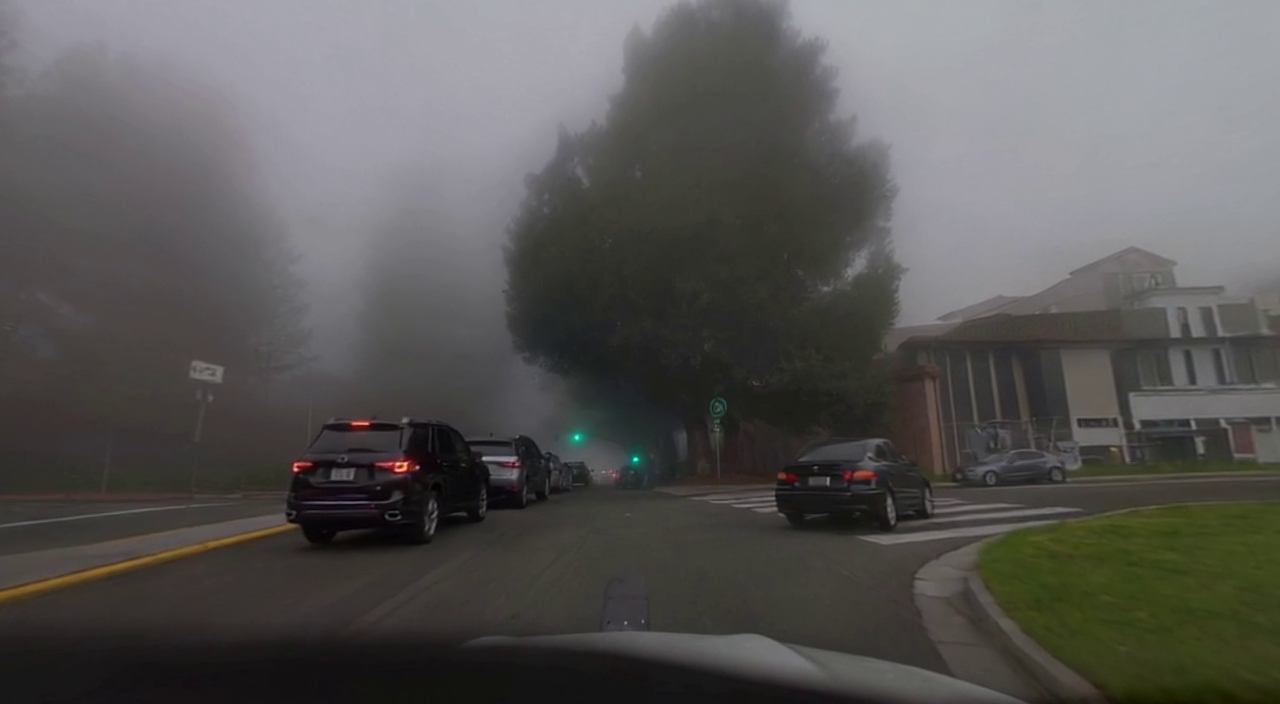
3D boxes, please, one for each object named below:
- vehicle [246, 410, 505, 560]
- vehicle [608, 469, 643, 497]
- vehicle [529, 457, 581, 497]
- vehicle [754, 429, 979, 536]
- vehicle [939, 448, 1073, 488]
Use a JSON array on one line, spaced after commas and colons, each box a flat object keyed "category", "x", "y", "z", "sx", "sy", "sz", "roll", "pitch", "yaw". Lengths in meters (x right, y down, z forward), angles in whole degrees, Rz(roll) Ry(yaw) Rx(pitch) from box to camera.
[{"category": "vehicle", "x": -3.629, "y": 1.909, "z": 9.808, "sx": 2.017, "sy": 1.761, "sz": 4.572, "roll": 0, "pitch": -8, "yaw": 0}, {"category": "vehicle", "x": -0.966, "y": 8.238, "z": 39.899, "sx": 2.119, "sy": 1.475, "sz": 3.997, "roll": 0, "pitch": -8, "yaw": -3}, {"category": "vehicle", "x": -3.622, "y": 5.392, "z": 27.537, "sx": 1.806, "sy": 1.532, "sz": 3.680, "roll": 0, "pitch": -8, "yaw": -1}, {"category": "vehicle", "x": 4.025, "y": 2.135, "z": 10.957, "sx": 3.922, "sy": 1.478, "sz": 2.020, "roll": 7, "pitch": -11, "yaw": -42}, {"category": "vehicle", "x": 14.654, "y": 4.701, "z": 25.516, "sx": 4.422, "sy": 1.457, "sz": 1.882, "roll": -6, "pitch": -11, "yaw": 27}]
